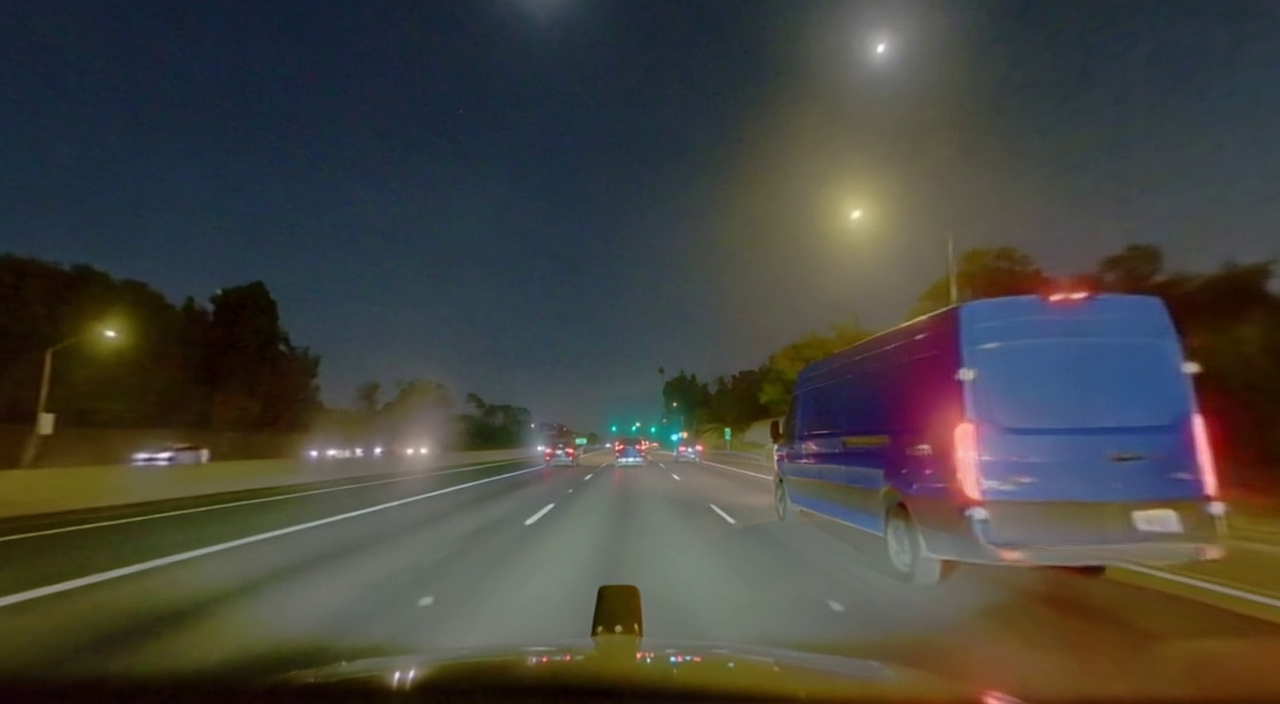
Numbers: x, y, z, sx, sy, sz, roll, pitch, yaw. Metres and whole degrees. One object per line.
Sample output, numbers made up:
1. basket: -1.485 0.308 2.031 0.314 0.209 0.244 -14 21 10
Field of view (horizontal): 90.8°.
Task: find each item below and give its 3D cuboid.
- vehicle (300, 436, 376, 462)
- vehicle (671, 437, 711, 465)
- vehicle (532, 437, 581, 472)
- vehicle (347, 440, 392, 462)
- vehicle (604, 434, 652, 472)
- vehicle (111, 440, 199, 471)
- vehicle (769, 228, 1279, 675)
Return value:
1. vehicle: -21.776 7.015 45.954 2.779 1.748 5.743 0 -8 -1
2. vehicle: 3.323 6.551 41.858 2.160 1.759 4.214 0 -8 -2
3. vehicle: -4.344 5.408 33.524 2.023 1.709 4.263 0 -8 0
4. vehicle: -18.448 6.755 43.273 1.573 1.473 3.348 0 -8 0
5. vehicle: -0.588 5.212 32.748 2.297 1.783 4.355 0 -8 -1
6. vehicle: -25.163 5.369 32.924 1.644 1.512 3.678 0 -8 -1
7. vehicle: 3.541 1.012 7.122 2.631 2.709 6.496 0 -8 -1
